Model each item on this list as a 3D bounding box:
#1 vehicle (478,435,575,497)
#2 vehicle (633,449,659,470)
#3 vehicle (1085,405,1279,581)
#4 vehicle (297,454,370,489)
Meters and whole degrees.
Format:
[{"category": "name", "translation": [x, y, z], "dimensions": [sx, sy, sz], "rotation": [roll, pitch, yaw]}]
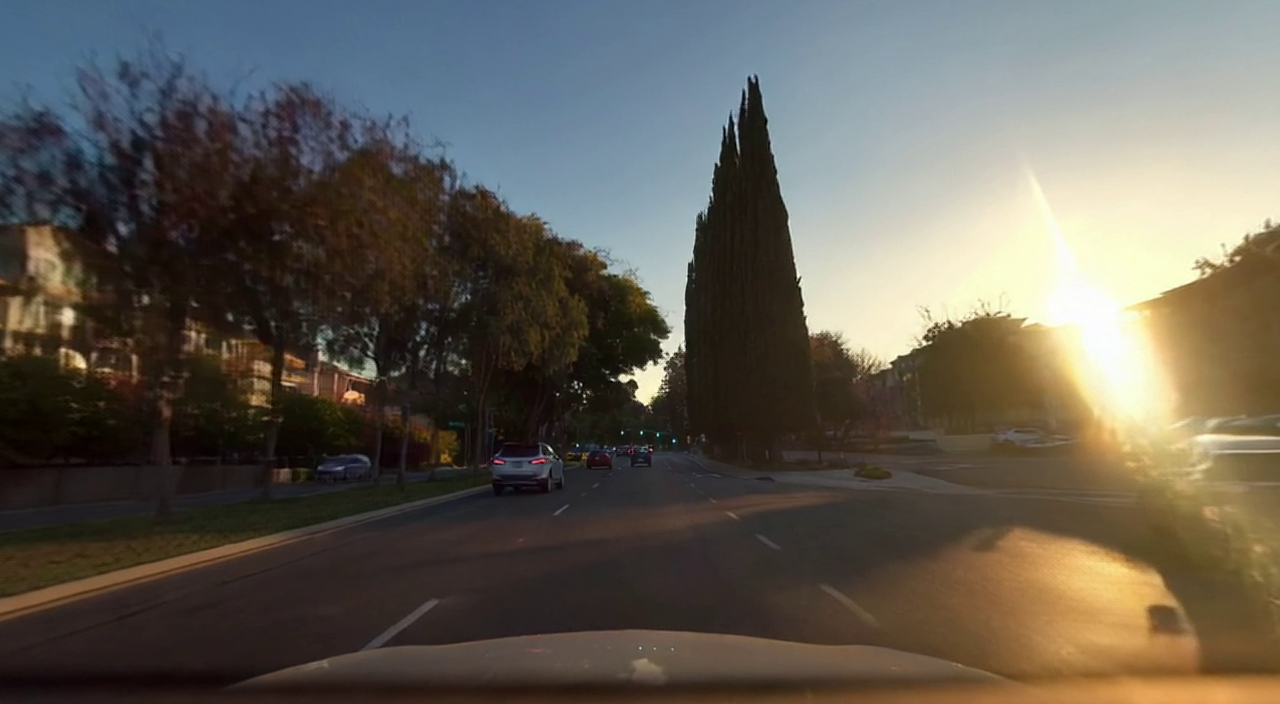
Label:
[{"category": "vehicle", "translation": [-3.651, 3.777, 21.330], "dimensions": [2.216, 1.828, 4.886], "rotation": [0, -8, 2]}, {"category": "vehicle", "translation": [0.473, 8.133, 48.051], "dimensions": [1.940, 1.501, 4.133], "rotation": [0, -8, 1]}, {"category": "vehicle", "translation": [7.141, 1.556, 7.617], "dimensions": [1.969, 1.593, 4.293], "rotation": [-4, -9, 24]}, {"category": "vehicle", "translation": [-17.302, 6.732, 35.859], "dimensions": [1.899, 1.790, 4.340], "rotation": [0, -8, 0]}]
